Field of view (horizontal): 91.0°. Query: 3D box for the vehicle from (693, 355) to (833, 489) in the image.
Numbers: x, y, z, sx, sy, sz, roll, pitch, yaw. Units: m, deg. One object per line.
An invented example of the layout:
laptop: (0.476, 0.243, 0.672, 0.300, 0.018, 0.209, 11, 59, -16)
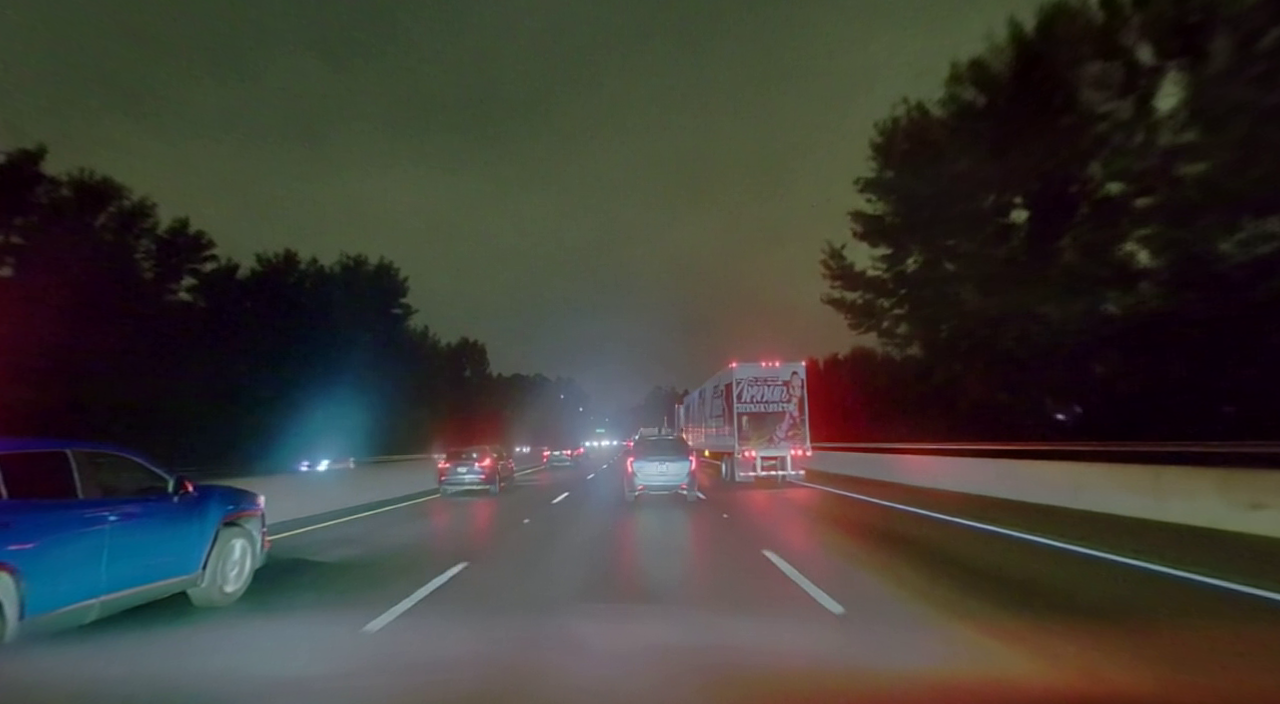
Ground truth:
vehicle: (4.336, 3.132, 26.280, 2.828, 4.081, 14.220, 0, -8, -1)

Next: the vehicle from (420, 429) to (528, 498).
vehicle: (-4.343, 2.954, 17.099, 1.905, 1.642, 3.803, 0, -8, 0)

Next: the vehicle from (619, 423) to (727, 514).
vehicle: (0.601, 2.428, 13.549, 2.017, 1.662, 3.543, 0, -8, 0)

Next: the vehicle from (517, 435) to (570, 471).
vehicle: (-4.733, 5.034, 31.580, 2.014, 1.683, 4.275, 0, -8, 0)

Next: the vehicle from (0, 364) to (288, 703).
vehicle: (-4.075, 0.929, 3.221, 1.983, 1.666, 4.452, 0, -8, 0)
